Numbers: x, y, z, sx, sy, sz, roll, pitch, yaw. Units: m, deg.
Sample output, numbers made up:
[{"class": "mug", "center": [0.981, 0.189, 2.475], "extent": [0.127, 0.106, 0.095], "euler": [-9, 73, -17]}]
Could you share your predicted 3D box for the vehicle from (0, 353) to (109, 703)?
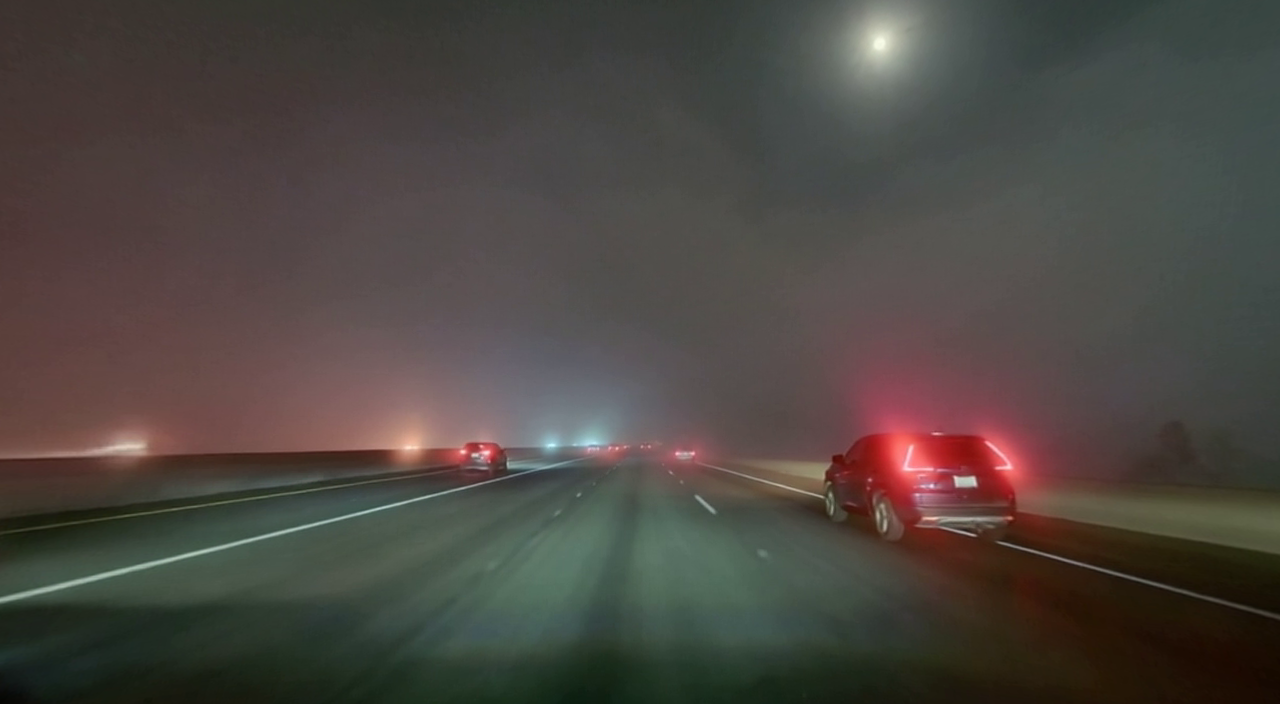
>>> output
[{"class": "vehicle", "center": [-3.942, 0.624, 1.005], "extent": [2.214, 1.743, 4.465], "euler": [0, -9, 1]}]

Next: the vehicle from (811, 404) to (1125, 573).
[{"class": "vehicle", "center": [4.299, 1.868, 9.430], "extent": [2.153, 1.860, 4.689], "euler": [0, -9, 0]}]

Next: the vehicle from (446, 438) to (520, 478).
[{"class": "vehicle", "center": [-7.146, 4.864, 29.173], "extent": [2.095, 1.696, 4.680], "euler": [-1, -9, 2]}]

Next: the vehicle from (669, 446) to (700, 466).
[{"class": "vehicle", "center": [3.465, 8.156, 49.514], "extent": [2.038, 1.497, 4.167], "euler": [0, -9, -1]}]
